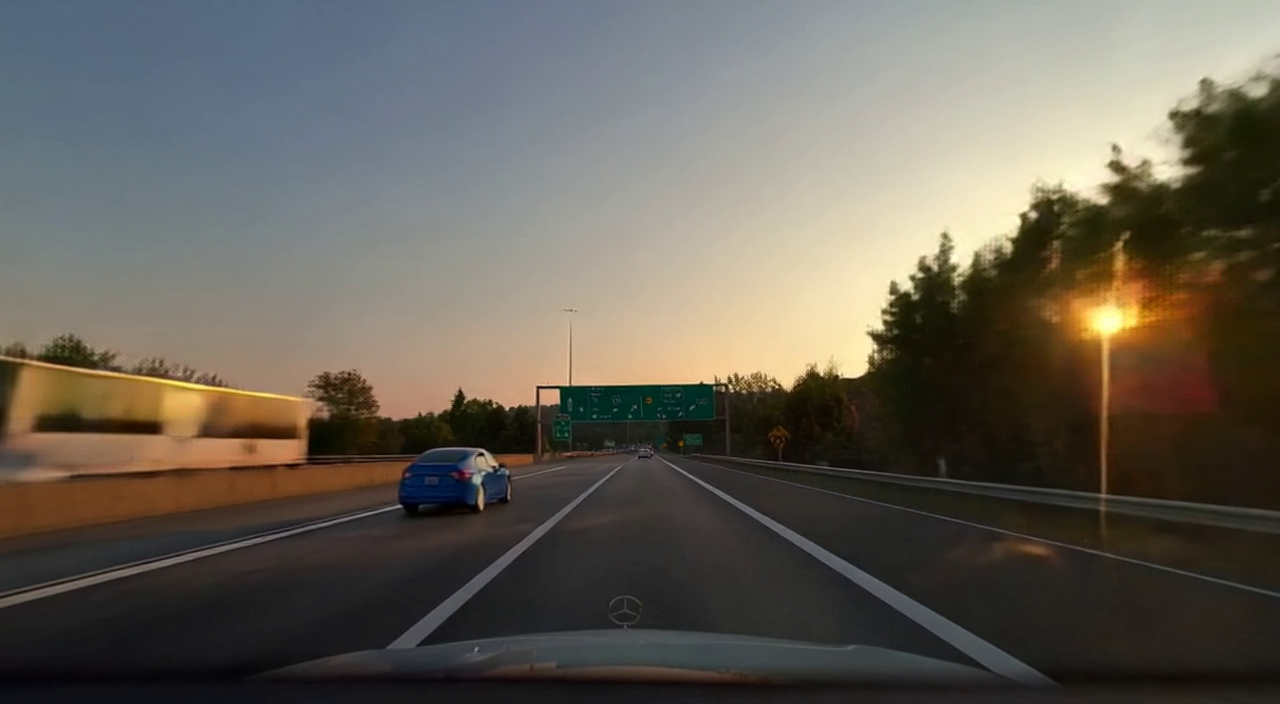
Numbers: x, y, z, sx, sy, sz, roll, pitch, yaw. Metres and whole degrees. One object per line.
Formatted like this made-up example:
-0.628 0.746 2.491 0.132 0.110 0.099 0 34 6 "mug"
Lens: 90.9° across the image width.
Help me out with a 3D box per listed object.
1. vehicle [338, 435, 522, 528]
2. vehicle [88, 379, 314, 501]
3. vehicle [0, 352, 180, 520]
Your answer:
-4.021 2.573 13.088 2.160 1.552 4.592 0 -9 1 "vehicle"
-16.715 3.557 25.120 2.844 4.017 8.298 0 -9 0 "vehicle"
-16.726 2.075 15.487 3.005 3.955 10.110 0 -9 0 "vehicle"
